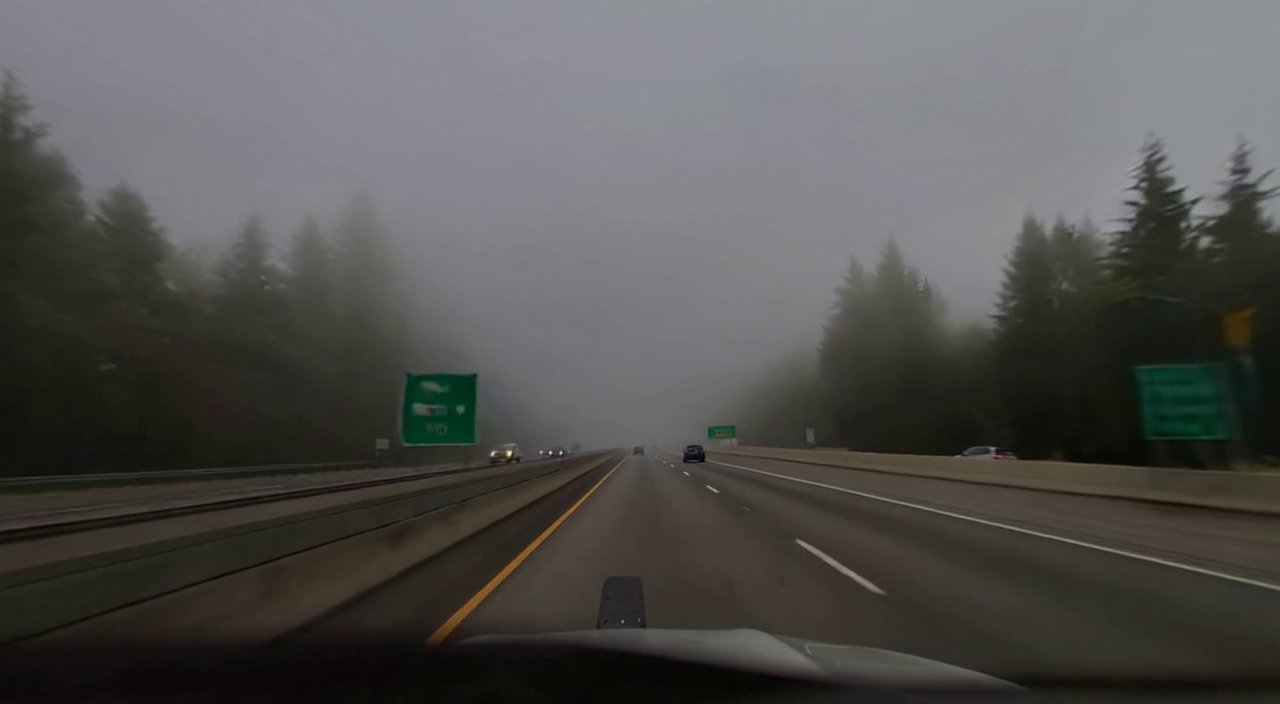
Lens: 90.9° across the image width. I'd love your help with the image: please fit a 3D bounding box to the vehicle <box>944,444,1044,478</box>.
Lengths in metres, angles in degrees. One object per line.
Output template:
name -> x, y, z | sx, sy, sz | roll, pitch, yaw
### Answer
vehicle -> 15.379, 4.750, 27.623 | 1.926, 1.386, 3.719 | 1, -9, -6
